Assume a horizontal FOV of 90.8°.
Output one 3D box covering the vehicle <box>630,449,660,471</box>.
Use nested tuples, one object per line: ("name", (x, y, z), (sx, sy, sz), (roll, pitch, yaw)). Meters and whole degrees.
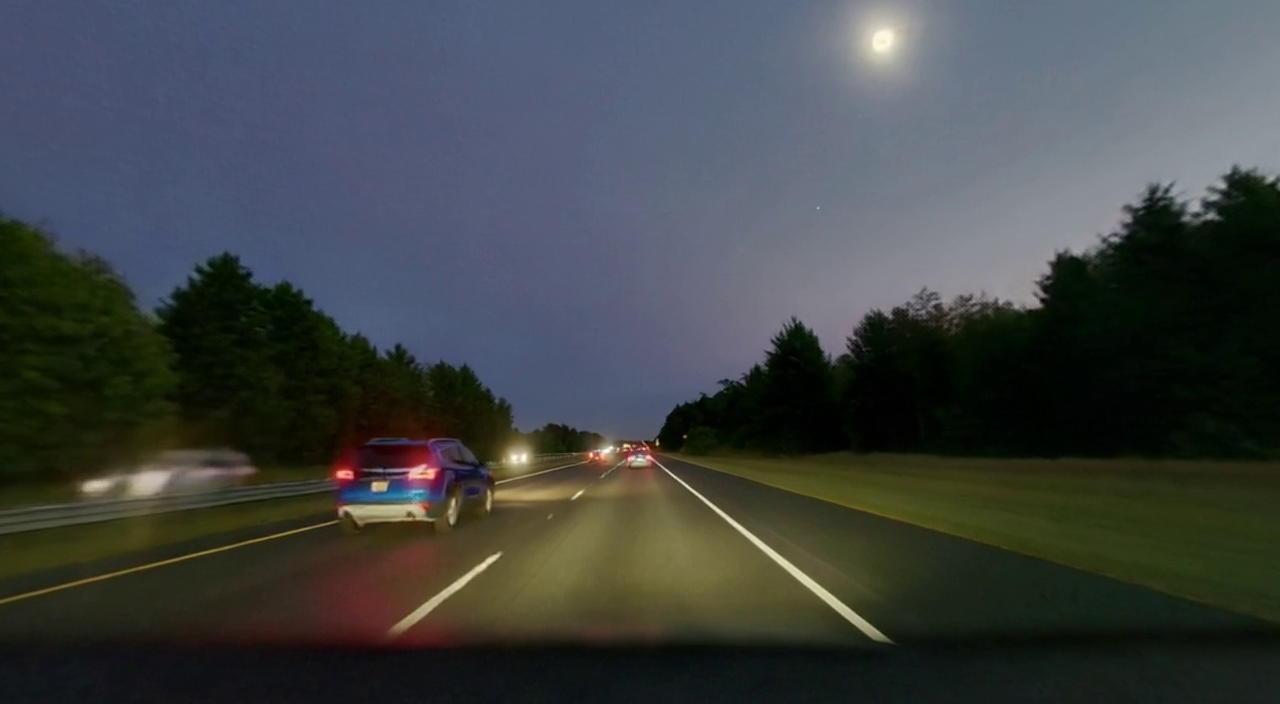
("vehicle", (0.301, 7.729, 45.216), (2.046, 1.452, 4.407), (0, -9, 0))

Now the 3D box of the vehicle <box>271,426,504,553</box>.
("vehicle", (-3.814, 2.140, 10.534), (2.100, 1.667, 4.223), (0, -9, 0))

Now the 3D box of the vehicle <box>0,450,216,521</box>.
("vehicle", (-12.585, 3.128, 15.291), (1.888, 1.459, 3.843), (0, -9, 0))
